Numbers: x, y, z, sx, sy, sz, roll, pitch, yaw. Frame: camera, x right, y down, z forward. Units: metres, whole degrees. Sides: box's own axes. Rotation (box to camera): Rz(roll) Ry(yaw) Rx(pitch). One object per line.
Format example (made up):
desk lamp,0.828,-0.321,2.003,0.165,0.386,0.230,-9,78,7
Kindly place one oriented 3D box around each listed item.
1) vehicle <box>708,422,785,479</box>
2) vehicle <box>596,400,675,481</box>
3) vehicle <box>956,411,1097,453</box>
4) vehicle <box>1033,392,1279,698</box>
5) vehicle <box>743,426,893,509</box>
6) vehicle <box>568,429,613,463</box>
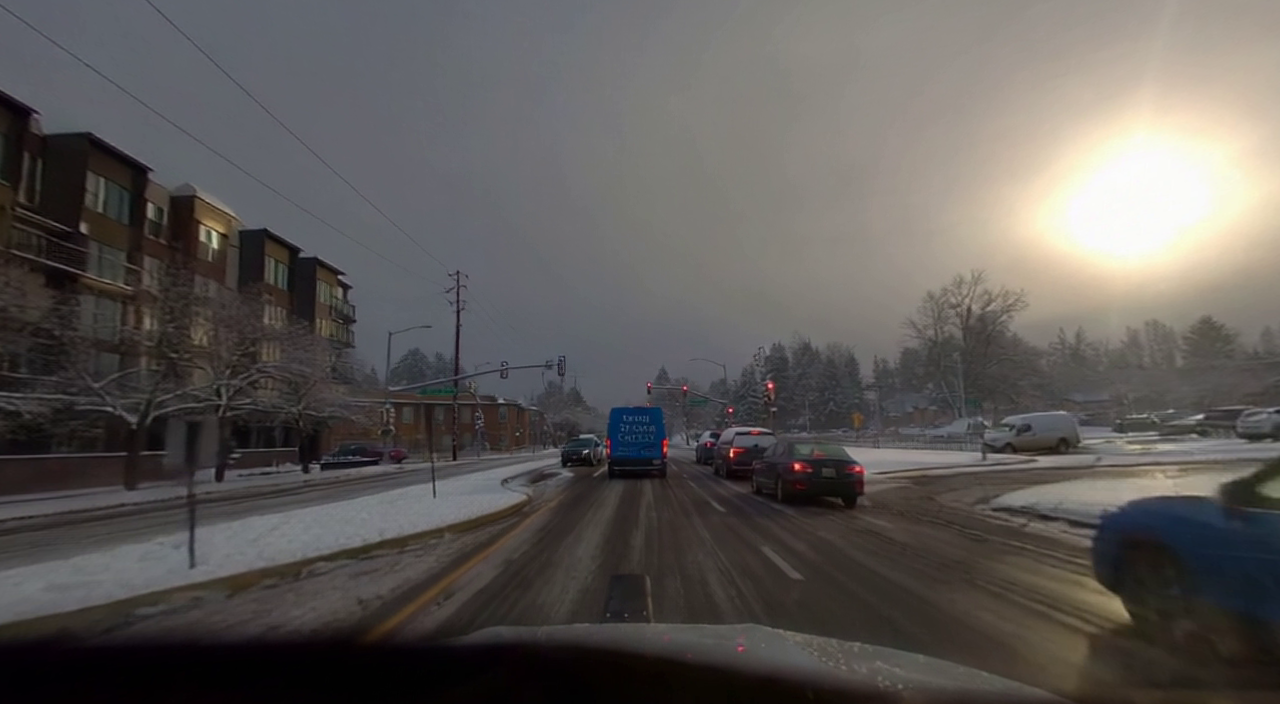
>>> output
vehicle,3.561,3.383,21.896,1.965,1.771,4.295,0,-8,0
vehicle,-0.038,3.082,21.965,2.422,2.488,4.992,-1,-8,3
vehicle,16.998,3.564,27.918,4.842,1.792,1.963,-1,-8,2
vehicle,4.150,0.877,2.589,1.967,1.506,4.968,0,-8,1
vehicle,3.569,2.405,13.639,1.951,1.483,4.582,0,-8,1
vehicle,-2.732,5.326,35.667,2.203,1.786,4.249,0,-8,0
